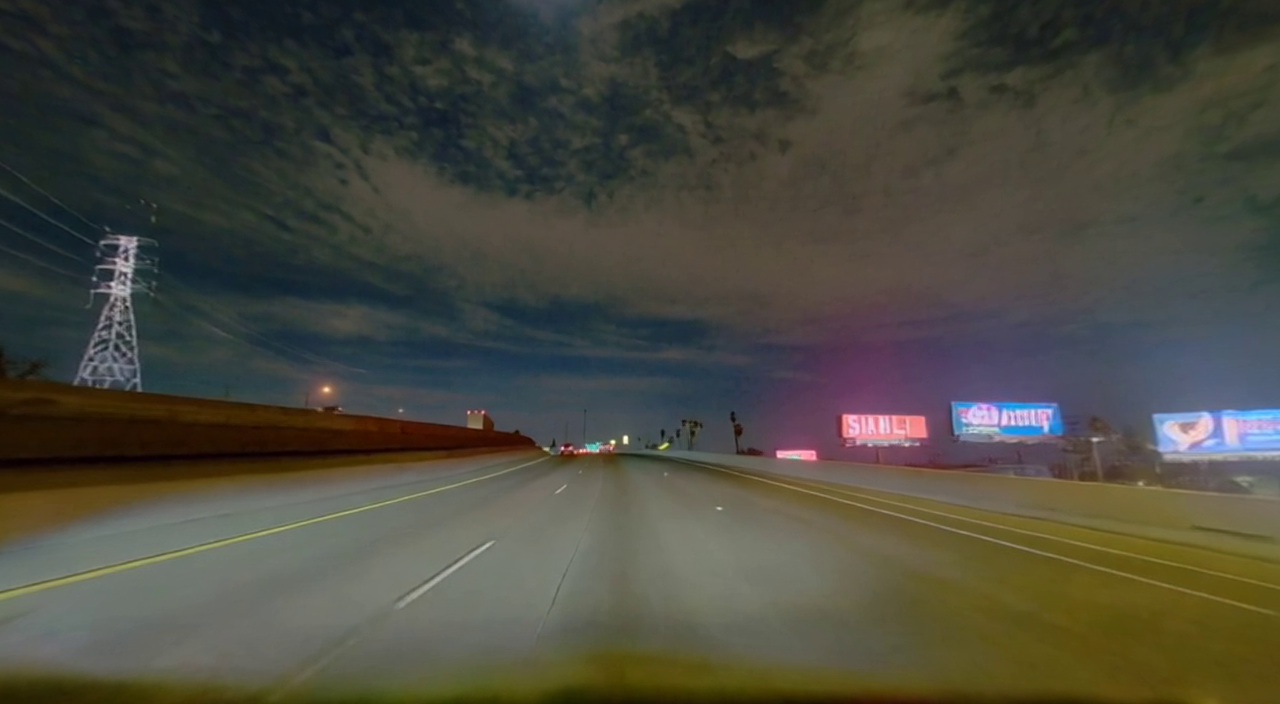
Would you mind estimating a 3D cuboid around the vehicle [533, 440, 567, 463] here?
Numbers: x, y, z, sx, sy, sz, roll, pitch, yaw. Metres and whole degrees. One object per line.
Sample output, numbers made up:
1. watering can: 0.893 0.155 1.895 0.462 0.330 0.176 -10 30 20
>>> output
1. vehicle: -6.113 6.792 43.391 1.921 1.420 4.078 0 -8 -3
